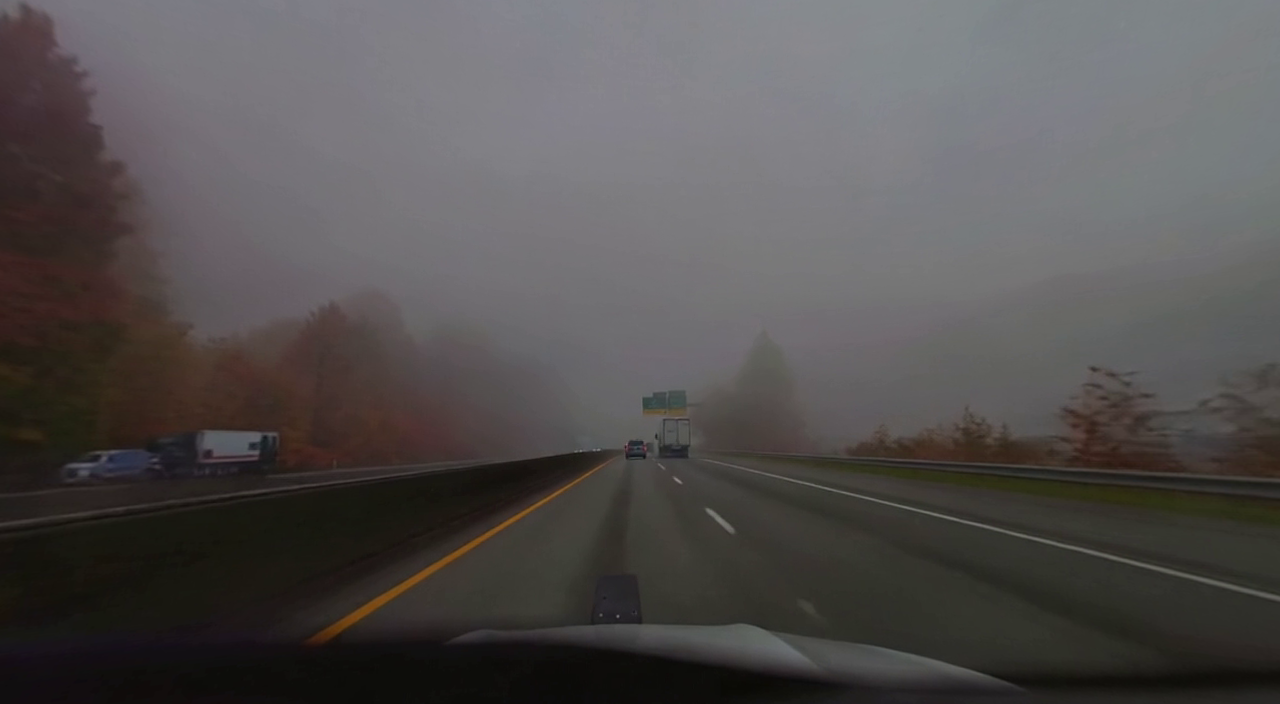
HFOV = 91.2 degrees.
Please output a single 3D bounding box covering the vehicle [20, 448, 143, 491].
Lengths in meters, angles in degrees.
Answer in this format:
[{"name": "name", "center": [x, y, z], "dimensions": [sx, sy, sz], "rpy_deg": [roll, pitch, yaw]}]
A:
[{"name": "vehicle", "center": [-36.981, 7.734, 41.881], "dimensions": [2.712, 2.519, 6.927], "rpy_deg": [1, -9, -10]}]
